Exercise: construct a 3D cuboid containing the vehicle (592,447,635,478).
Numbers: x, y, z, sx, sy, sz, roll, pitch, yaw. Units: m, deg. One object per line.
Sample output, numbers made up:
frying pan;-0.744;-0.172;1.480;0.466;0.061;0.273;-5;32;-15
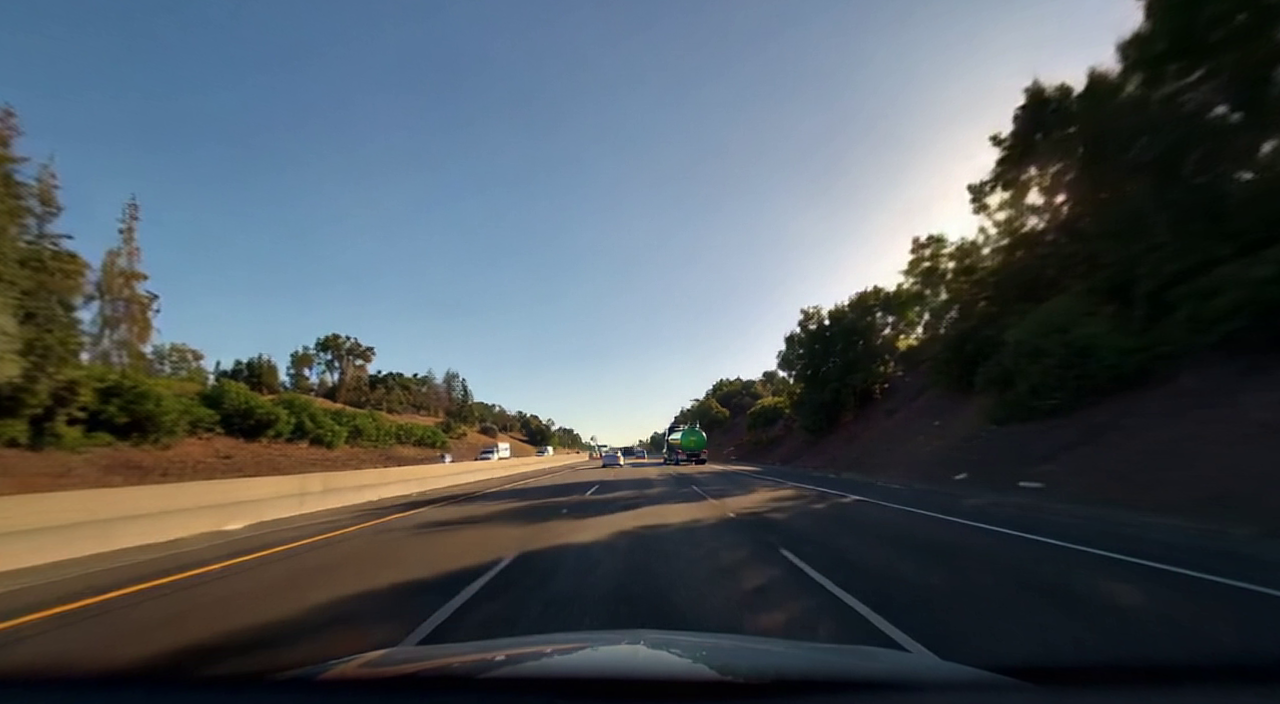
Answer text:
vehicle;-1.334;5.794;33.231;2.013;1.498;3.908;-1;-9;1
